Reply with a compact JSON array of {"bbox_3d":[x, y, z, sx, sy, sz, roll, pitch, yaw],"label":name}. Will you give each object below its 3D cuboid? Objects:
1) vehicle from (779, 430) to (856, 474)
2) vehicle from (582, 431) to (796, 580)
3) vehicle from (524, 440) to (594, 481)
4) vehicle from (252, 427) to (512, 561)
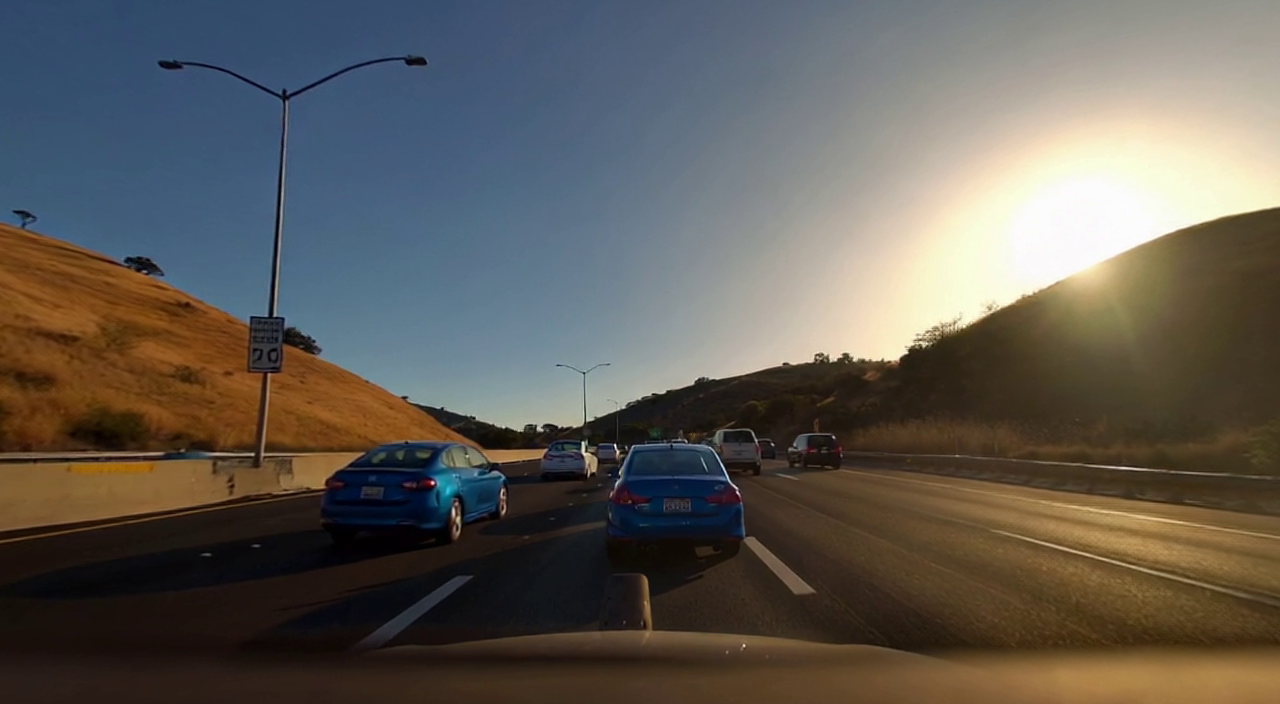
[{"bbox_3d":[7.729,4.398,27.959,2.071,1.754,4.586,0,-8,0],"label":"vehicle"},{"bbox_3d":[0.503,1.793,8.162,2.072,1.431,3.904,0,-8,1],"label":"vehicle"},{"bbox_3d":[-3.085,4.233,24.873,2.017,1.446,4.384,-1,-8,2],"label":"vehicle"},{"bbox_3d":[-3.417,1.962,9.480,2.033,1.513,4.333,0,-8,1],"label":"vehicle"}]
